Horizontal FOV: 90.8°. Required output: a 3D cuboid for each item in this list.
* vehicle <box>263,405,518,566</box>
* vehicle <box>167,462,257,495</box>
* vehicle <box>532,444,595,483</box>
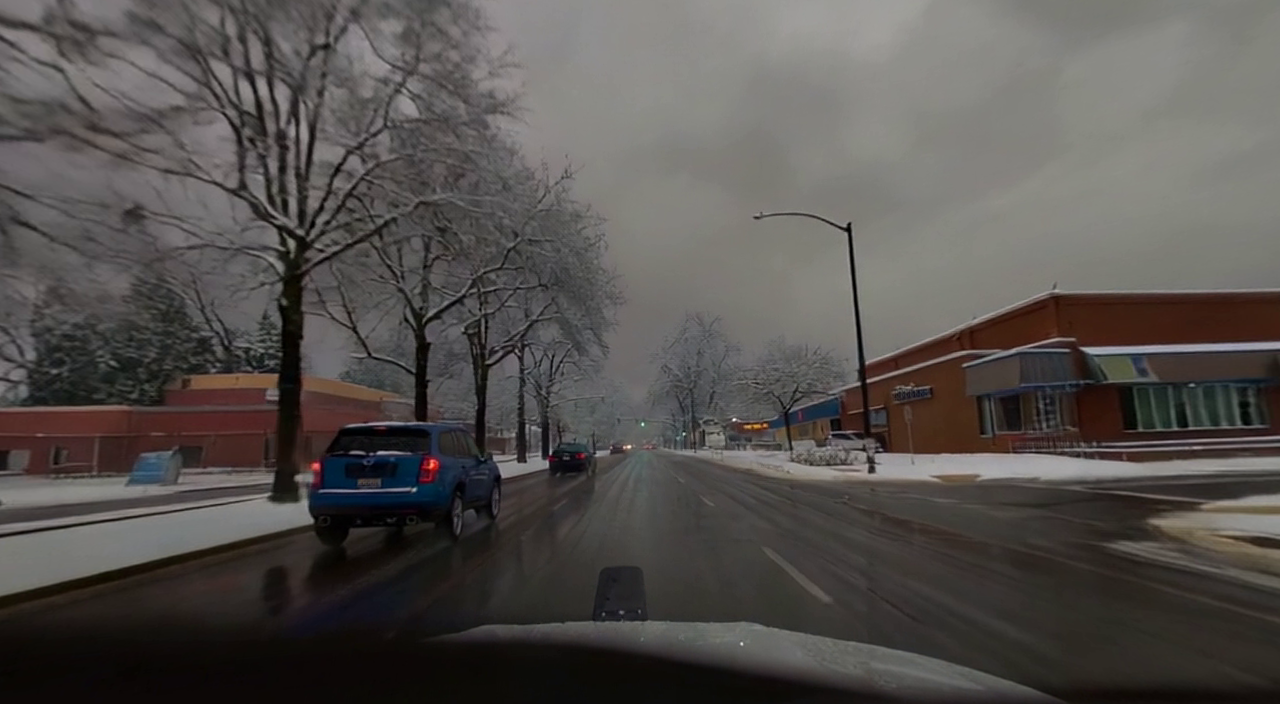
[{"bbox_3d":[-3.282,1.855,9.478,2.042,1.817,4.364,0,-9,0],"label":"vehicle"},{"bbox_3d":[-22.791,6.727,33.828,1.741,1.505,4.346,-1,-9,0],"label":"vehicle"},{"bbox_3d":[-3.106,4.641,26.703,2.069,1.470,4.601,0,-8,0],"label":"vehicle"}]
